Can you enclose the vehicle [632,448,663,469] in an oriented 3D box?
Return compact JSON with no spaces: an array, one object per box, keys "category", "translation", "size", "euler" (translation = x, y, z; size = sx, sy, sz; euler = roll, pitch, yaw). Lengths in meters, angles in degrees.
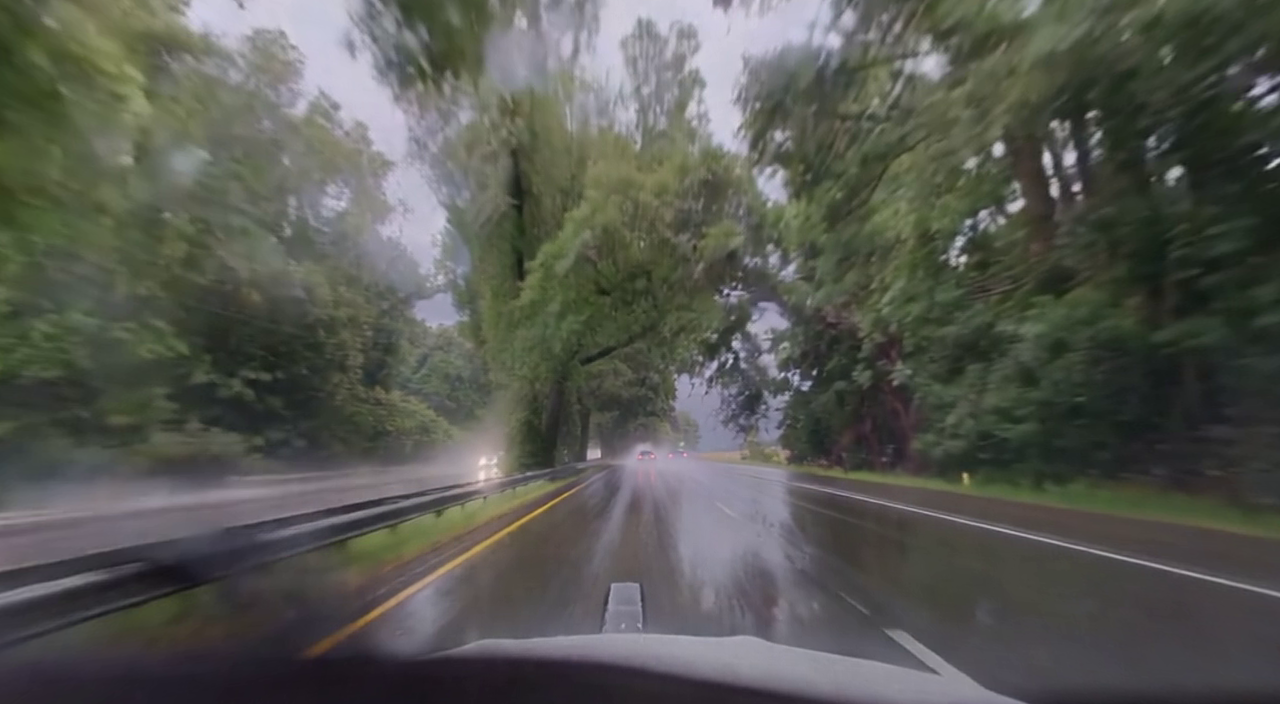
[{"category":"vehicle","translation":[0.500,7.788,46.185],"size":[2.162,1.492,3.975],"euler":[0,-9,0]}]
